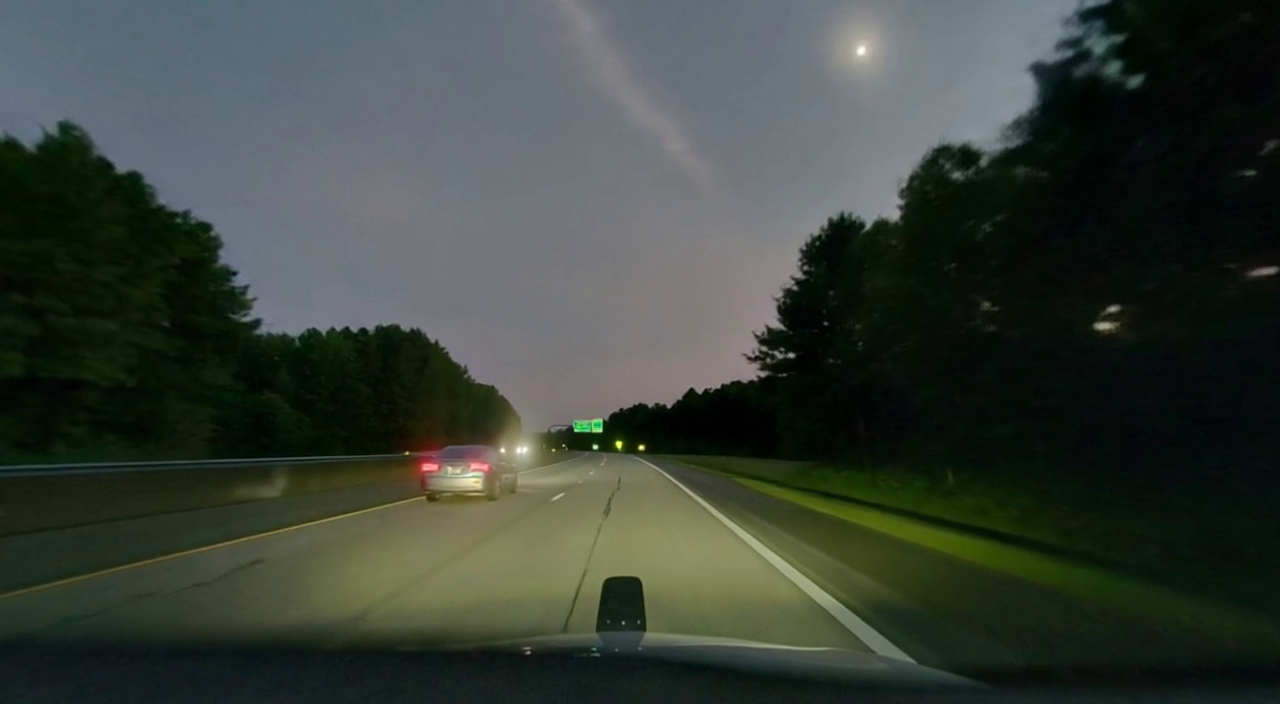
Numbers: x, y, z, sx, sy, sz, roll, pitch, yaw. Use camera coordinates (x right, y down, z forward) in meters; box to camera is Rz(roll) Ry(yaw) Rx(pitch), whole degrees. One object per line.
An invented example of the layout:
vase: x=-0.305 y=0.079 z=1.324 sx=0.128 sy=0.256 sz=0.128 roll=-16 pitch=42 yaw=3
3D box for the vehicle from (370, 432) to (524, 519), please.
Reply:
vehicle: x=-3.808 y=2.506 z=13.242 sx=1.990 sy=1.532 sz=3.911 roll=0 pitch=-9 yaw=0
